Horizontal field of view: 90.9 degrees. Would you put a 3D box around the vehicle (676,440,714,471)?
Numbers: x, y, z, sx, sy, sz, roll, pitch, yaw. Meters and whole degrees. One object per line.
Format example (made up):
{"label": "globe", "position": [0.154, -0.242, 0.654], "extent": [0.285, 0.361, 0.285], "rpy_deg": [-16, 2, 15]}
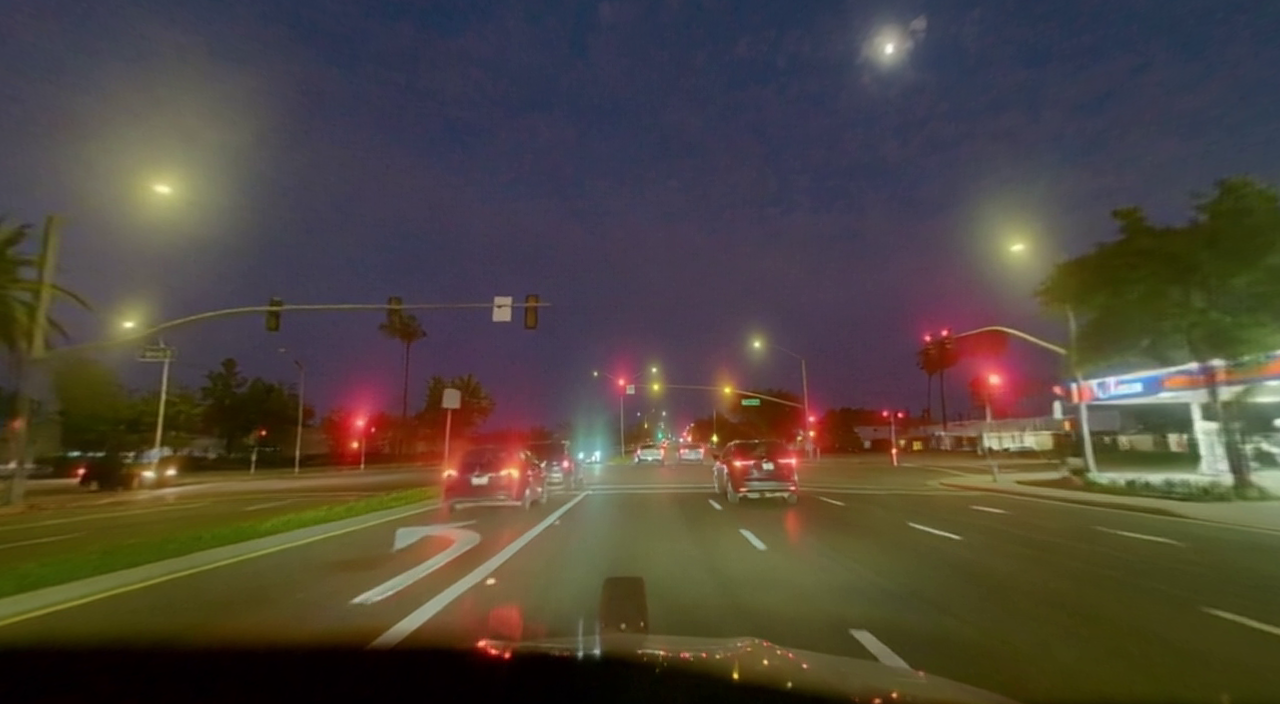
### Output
{"label": "vehicle", "position": [3.680, 7.021, 43.051], "extent": [2.154, 1.975, 4.634], "rpy_deg": [0, -9, -1]}

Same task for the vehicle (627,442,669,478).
{"label": "vehicle", "position": [0.371, 5.459, 32.106], "extent": [1.991, 1.664, 3.814], "rpy_deg": [0, -9, 0]}

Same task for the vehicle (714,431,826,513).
{"label": "vehicle", "position": [3.037, 2.879, 15.560], "extent": [1.872, 1.752, 3.896], "rpy_deg": [0, -9, -1]}

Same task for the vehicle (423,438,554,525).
{"label": "vehicle", "position": [-3.121, 2.740, 13.940], "extent": [1.788, 1.600, 4.298], "rpy_deg": [0, -9, 0]}

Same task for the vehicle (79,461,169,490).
{"label": "vehicle", "position": [-31.431, 7.542, 38.460], "extent": [3.811, 1.628, 1.920], "rpy_deg": [-1, -9, 1]}
